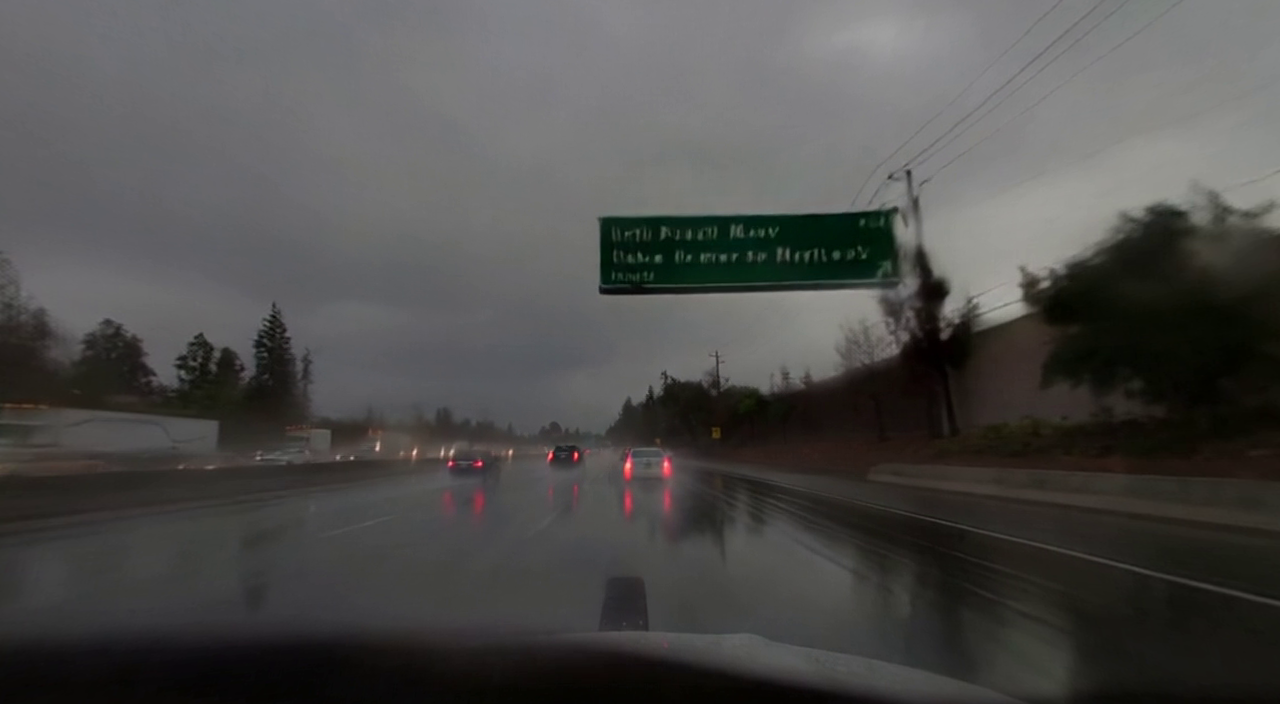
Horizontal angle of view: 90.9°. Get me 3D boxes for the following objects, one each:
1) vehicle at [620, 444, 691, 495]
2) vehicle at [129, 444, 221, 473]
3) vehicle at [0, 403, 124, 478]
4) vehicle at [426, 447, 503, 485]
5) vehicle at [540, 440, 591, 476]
[{"bbox_3d":[0.393,3.740,20.563,2.082,1.482,4.126,0,-8,-2],"label":"vehicle"},{"bbox_3d":[-26.631,6.099,36.311,2.079,1.561,4.381,0,-8,-3],"label":"vehicle"},{"bbox_3d":[-34.585,5.148,36.578,2.978,3.905,7.816,1,-8,-4],"label":"vehicle"},{"bbox_3d":[-7.321,4.776,26.823,1.974,1.464,4.733,0,-8,-1],"label":"vehicle"},{"bbox_3d":[-3.908,5.651,33.799,2.289,1.777,4.534,0,-8,-2],"label":"vehicle"}]
